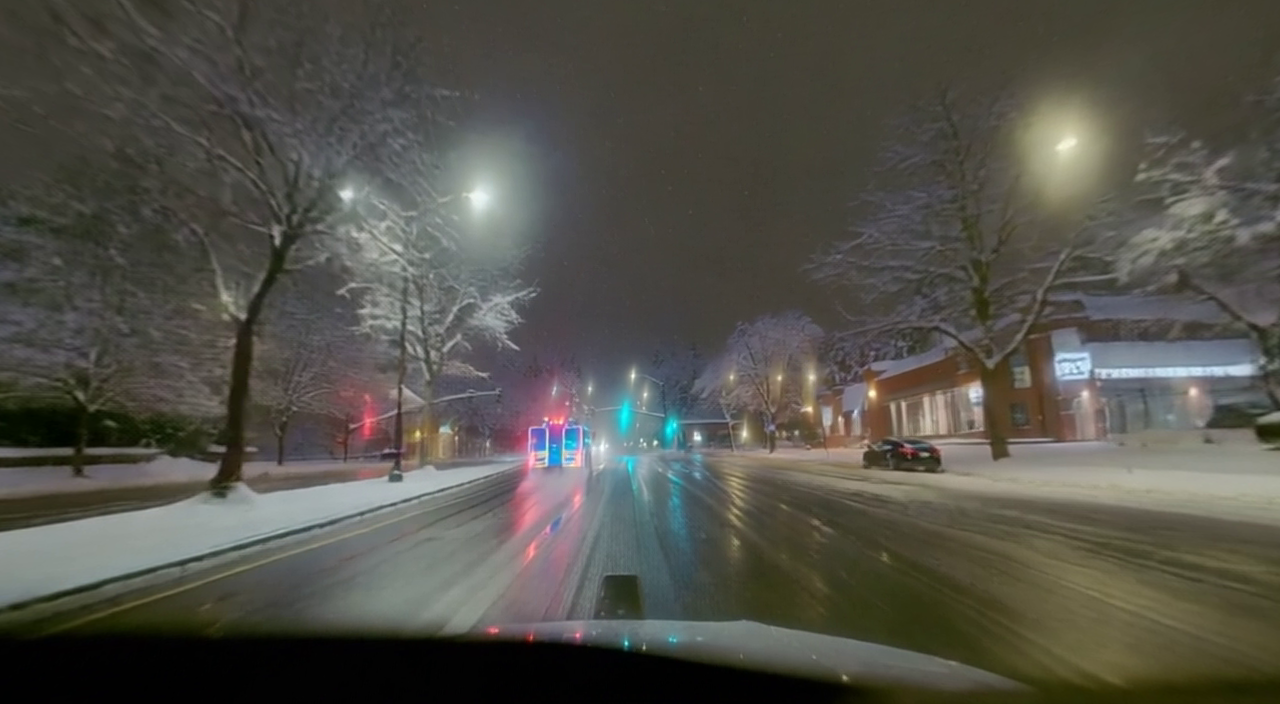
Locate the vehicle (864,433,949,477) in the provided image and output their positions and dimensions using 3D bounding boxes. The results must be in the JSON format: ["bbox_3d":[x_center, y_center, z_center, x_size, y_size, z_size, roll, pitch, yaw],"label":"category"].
[{"bbox_3d":[11.431,4.437,27.461,1.980,1.719,4.422,-1,-8,3],"label":"vehicle"}]

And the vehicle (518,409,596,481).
[{"bbox_3d":[-3.480,4.074,27.830,2.633,2.787,5.796,0,-8,0],"label":"vehicle"}]
